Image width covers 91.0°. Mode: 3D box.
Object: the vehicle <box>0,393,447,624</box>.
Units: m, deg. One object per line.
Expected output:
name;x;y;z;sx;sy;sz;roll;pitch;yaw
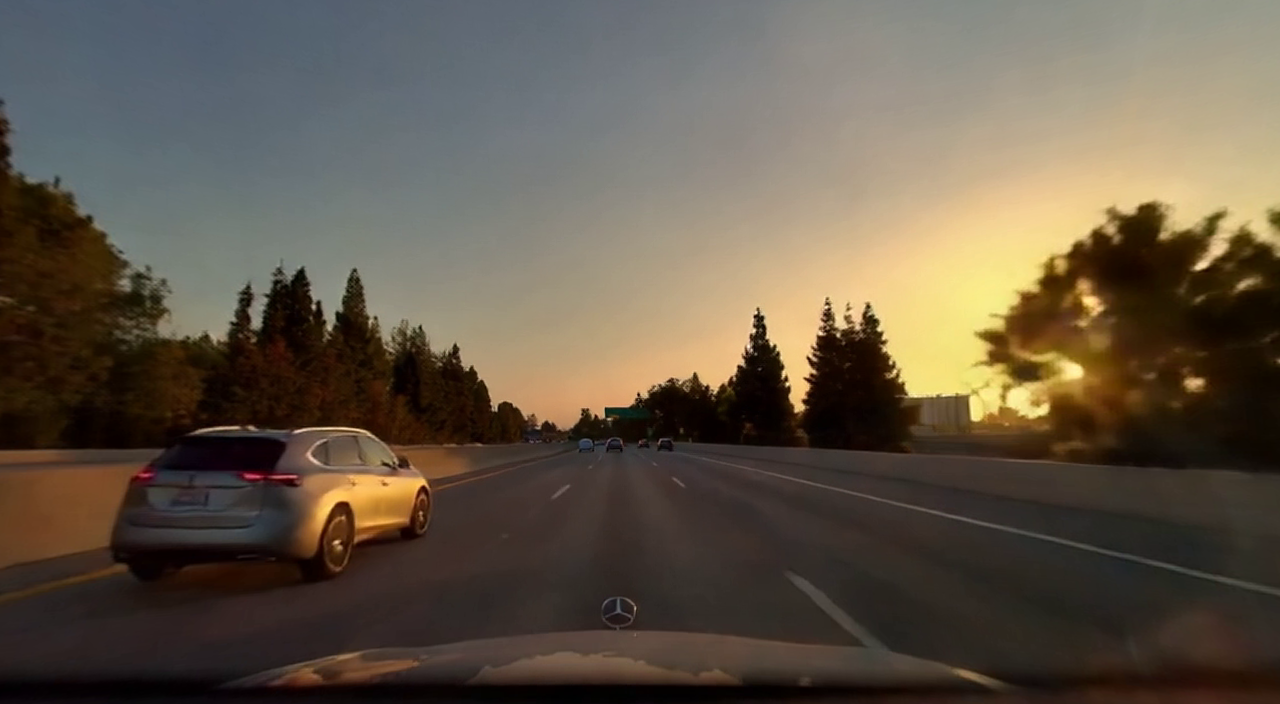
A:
vehicle;-3.776;1.441;6.769;2.074;1.652;4.273;0;-8;-1
